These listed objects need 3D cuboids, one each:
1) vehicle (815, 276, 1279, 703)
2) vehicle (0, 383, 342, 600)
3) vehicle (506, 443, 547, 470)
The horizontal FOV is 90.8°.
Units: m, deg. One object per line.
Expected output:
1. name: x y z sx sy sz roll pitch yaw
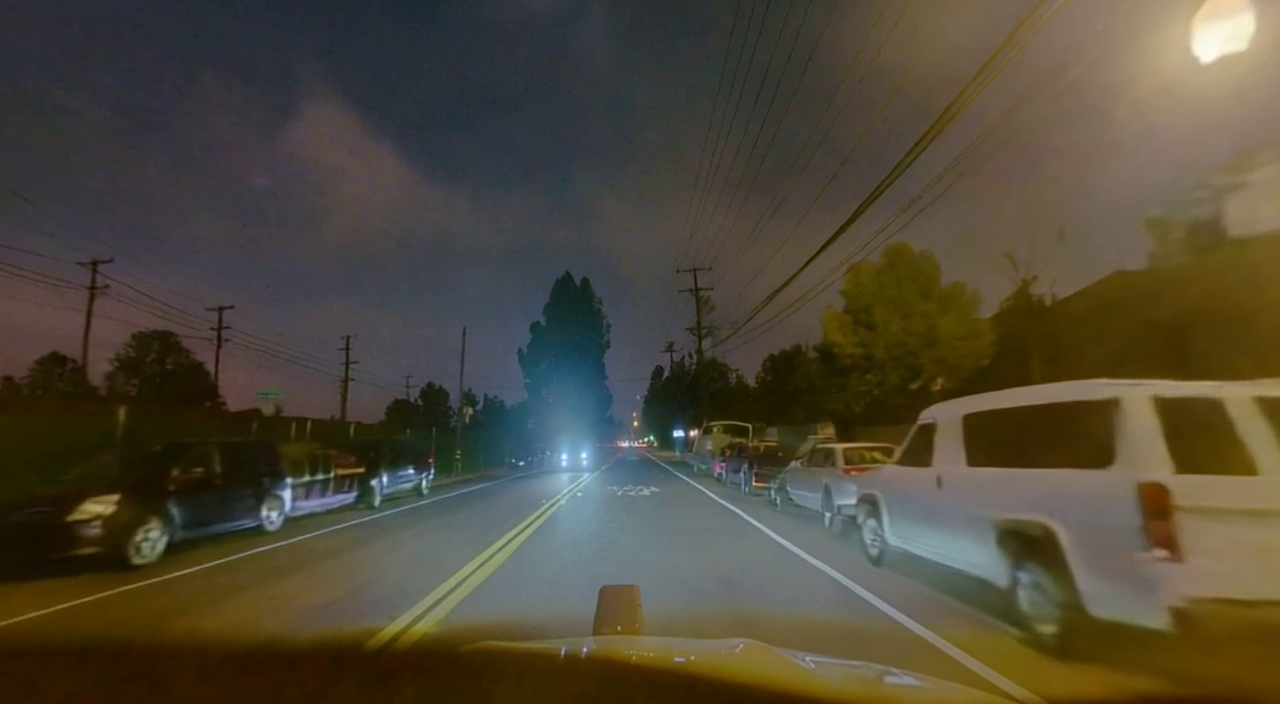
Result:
1. vehicle: 3.291 1.089 5.052 2.053 2.005 5.495 0 -8 -2
2. vehicle: -6.713 1.774 9.060 2.268 2.154 5.321 1 -8 0
3. vehicle: -7.005 6.454 39.356 1.866 1.487 4.416 -1 -8 -2
